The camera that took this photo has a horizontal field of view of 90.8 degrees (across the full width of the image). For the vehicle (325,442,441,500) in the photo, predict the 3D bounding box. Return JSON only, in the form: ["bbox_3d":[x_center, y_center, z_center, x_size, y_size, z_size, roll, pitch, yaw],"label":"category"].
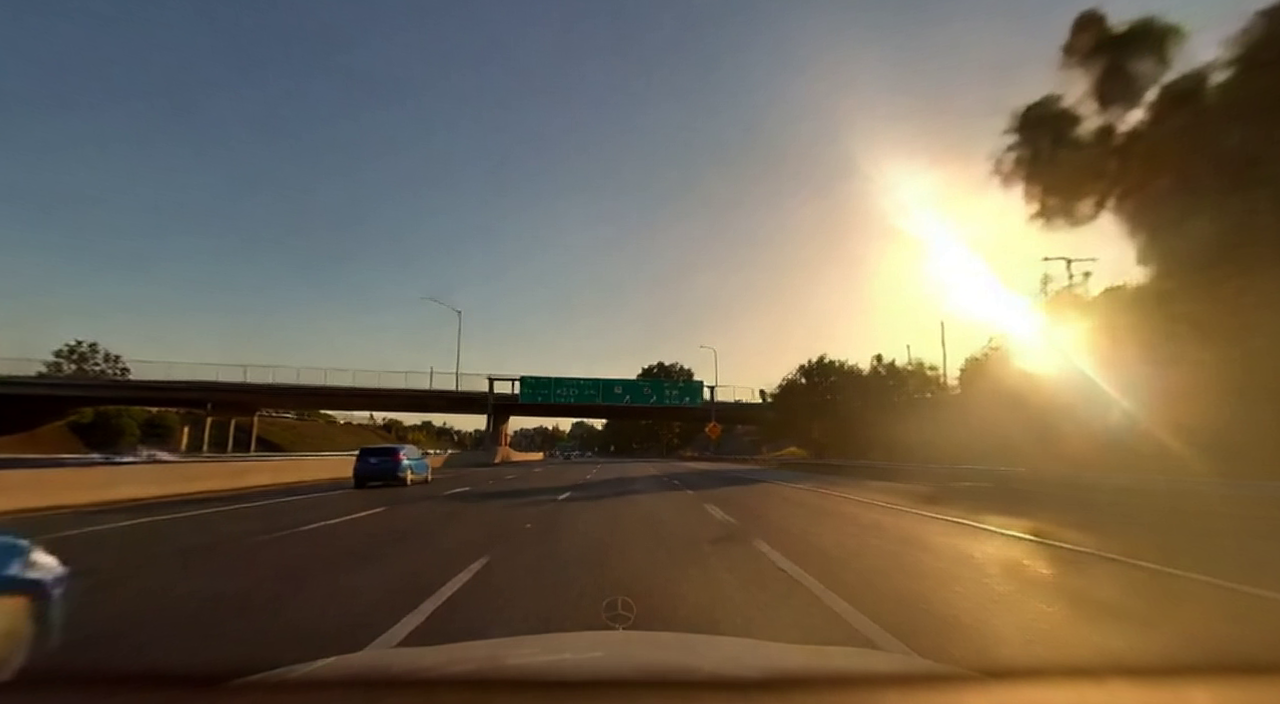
[{"bbox_3d":[-7.819,3.631,19.729,1.924,1.601,4.115,0,-9,-1],"label":"vehicle"}]
